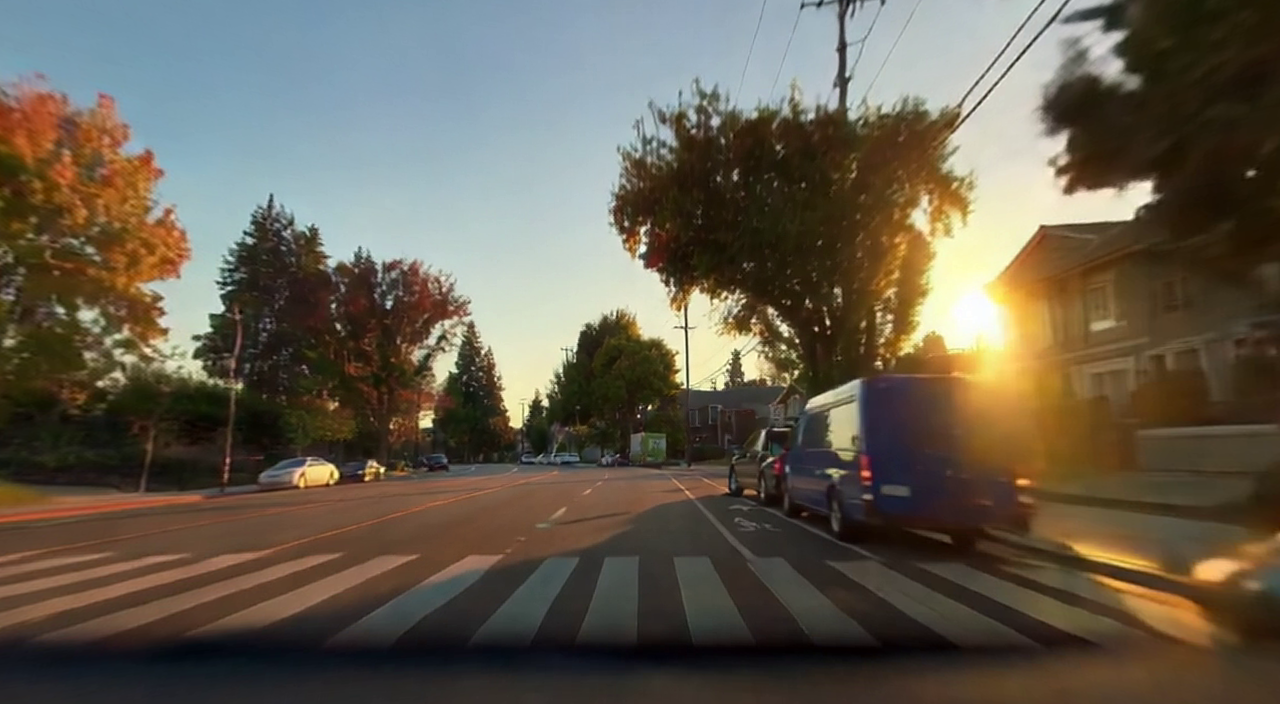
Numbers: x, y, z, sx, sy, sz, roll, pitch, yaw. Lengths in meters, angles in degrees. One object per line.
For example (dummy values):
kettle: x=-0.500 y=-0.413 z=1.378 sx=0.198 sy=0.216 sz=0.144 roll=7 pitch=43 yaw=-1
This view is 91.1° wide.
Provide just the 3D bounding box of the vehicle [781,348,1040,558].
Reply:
vehicle: x=4.416 y=1.827 z=11.684 sx=2.229 sy=2.912 sz=5.697 roll=0 pitch=-9 yaw=0

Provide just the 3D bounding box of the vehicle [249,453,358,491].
vehicle: x=-14.864 y=5.307 z=28.109 sx=1.990 sy=1.487 sz=4.767 roll=0 pitch=-9 yaw=3

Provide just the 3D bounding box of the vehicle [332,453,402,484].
vehicle: x=-14.878 y=6.325 z=34.505 sx=1.934 sy=1.480 sz=4.510 roll=-2 pitch=-9 yaw=-1

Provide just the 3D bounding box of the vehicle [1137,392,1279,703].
vehicle: x=4.055 y=0.835 z=1.800 sx=1.970 sy=1.640 sz=4.087 roll=0 pitch=-9 yaw=2
